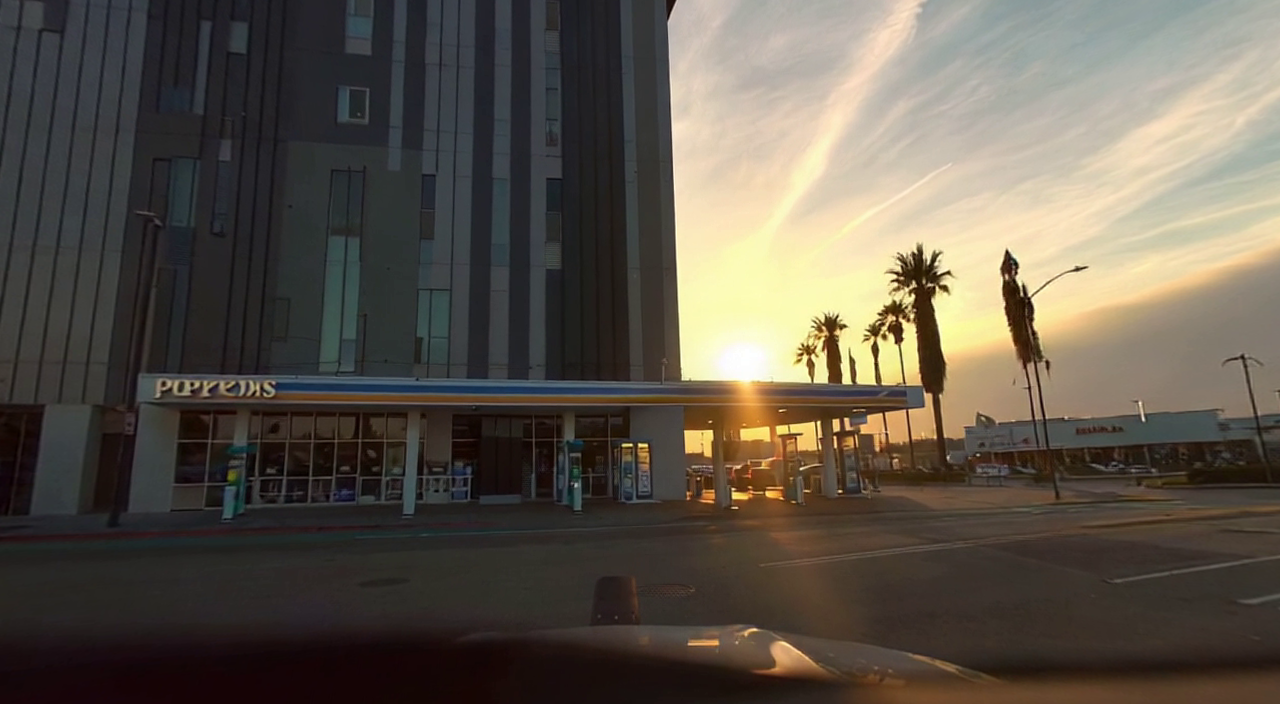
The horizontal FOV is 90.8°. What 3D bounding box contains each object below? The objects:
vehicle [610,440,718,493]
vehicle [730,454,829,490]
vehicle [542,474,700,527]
[{"bbox_3d":[1.361,6.505,35.873,5.524,2.504,2.196,8,-7,-22],"label":"vehicle"},{"bbox_3d":[10.301,8.760,46.377,7.026,2.329,2.545,5,-7,-25],"label":"vehicle"},{"bbox_3d":[-0.566,4.689,20.291,4.782,1.371,1.763,4,-10,-27],"label":"vehicle"}]
